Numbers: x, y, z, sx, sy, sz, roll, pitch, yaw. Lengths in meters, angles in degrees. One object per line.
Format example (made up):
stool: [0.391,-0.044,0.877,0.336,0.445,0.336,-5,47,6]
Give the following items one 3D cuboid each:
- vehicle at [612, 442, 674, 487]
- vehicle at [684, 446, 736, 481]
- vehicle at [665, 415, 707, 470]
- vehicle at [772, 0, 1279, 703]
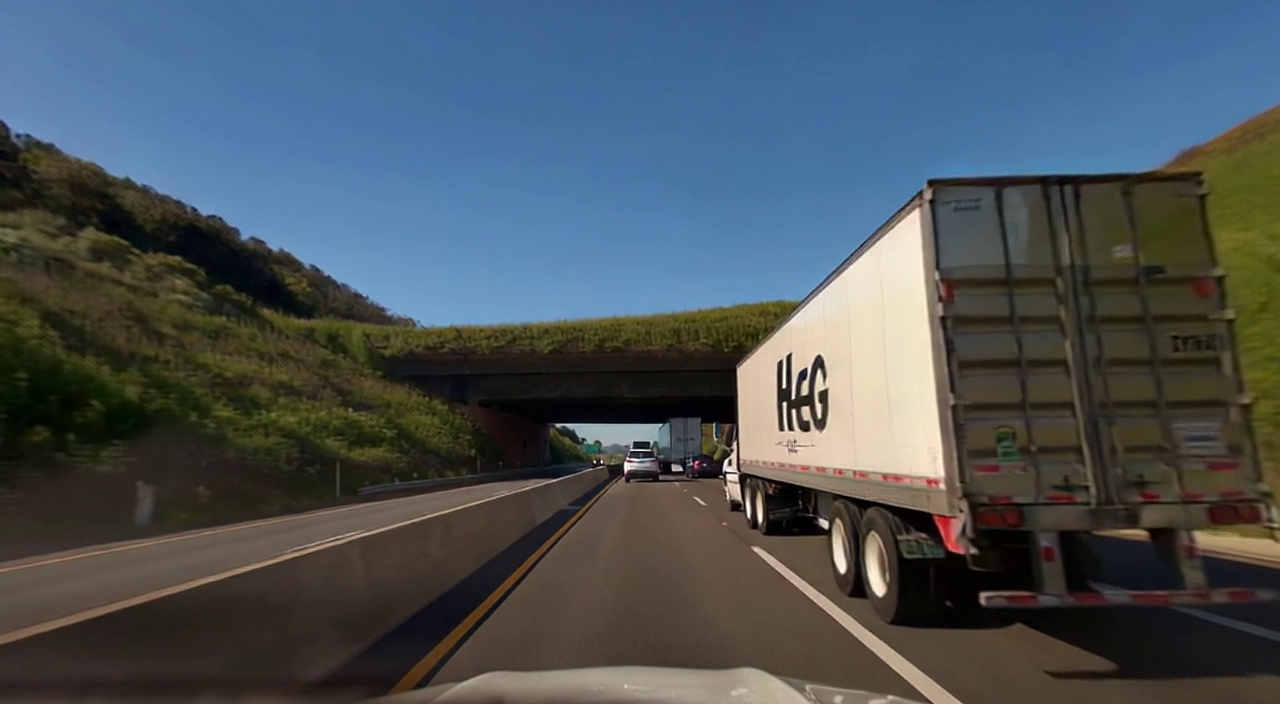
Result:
vehicle: [0.115,4.446,25.113,2.256,1.615,4.114,-1,-9,0]
vehicle: [3.326,5.367,30.535,1.972,1.505,3.946,0,-9,-1]
vehicle: [3.563,7.195,49.622,2.948,3.974,6.480,-1,-9,3]
vehicle: [3.102,-0.521,0.695,2.870,4.056,14.250,-1,-9,0]
